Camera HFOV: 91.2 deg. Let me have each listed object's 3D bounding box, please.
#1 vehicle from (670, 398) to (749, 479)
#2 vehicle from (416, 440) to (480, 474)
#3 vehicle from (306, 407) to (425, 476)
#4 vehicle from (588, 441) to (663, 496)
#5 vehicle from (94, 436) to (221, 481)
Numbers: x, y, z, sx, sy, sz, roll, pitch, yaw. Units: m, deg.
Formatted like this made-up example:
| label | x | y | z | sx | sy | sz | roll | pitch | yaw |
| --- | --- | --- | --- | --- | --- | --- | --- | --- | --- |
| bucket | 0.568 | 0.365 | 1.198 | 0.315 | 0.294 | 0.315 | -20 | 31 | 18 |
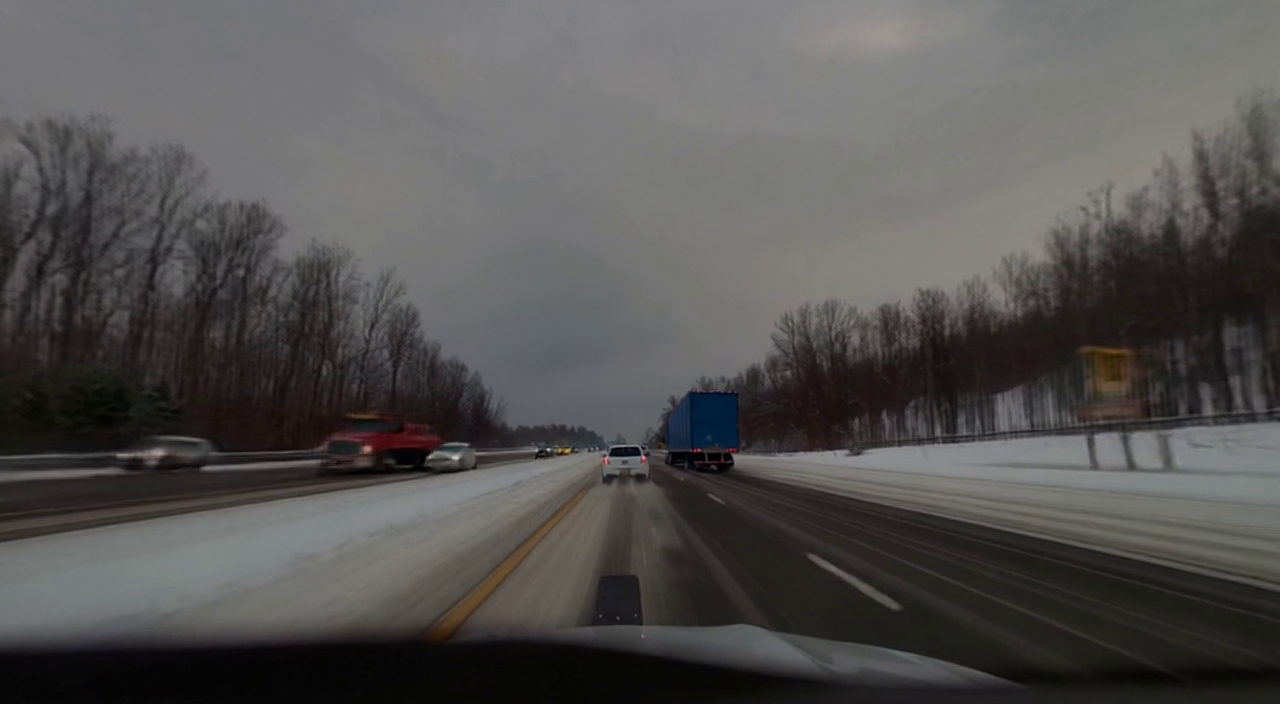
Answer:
| label | x | y | z | sx | sy | sz | roll | pitch | yaw |
| --- | --- | --- | --- | --- | --- | --- | --- | --- | --- |
| vehicle | 3.811 | 5.462 | 38.542 | 2.900 | 4.013 | 14.455 | 0 | -9 | -1 |
| vehicle | -9.453 | 5.221 | 31.271 | 1.878 | 1.518 | 4.377 | 0 | -9 | -1 |
| vehicle | -13.321 | 4.494 | 31.237 | 2.680 | 2.986 | 7.285 | 0 | -9 | -1 |
| vehicle | -0.458 | 3.597 | 19.689 | 2.099 | 1.506 | 4.097 | 0 | -9 | -1 |
| vehicle | -19.238 | 4.255 | 25.269 | 1.917 | 1.611 | 4.188 | 0 | -9 | -3 |
